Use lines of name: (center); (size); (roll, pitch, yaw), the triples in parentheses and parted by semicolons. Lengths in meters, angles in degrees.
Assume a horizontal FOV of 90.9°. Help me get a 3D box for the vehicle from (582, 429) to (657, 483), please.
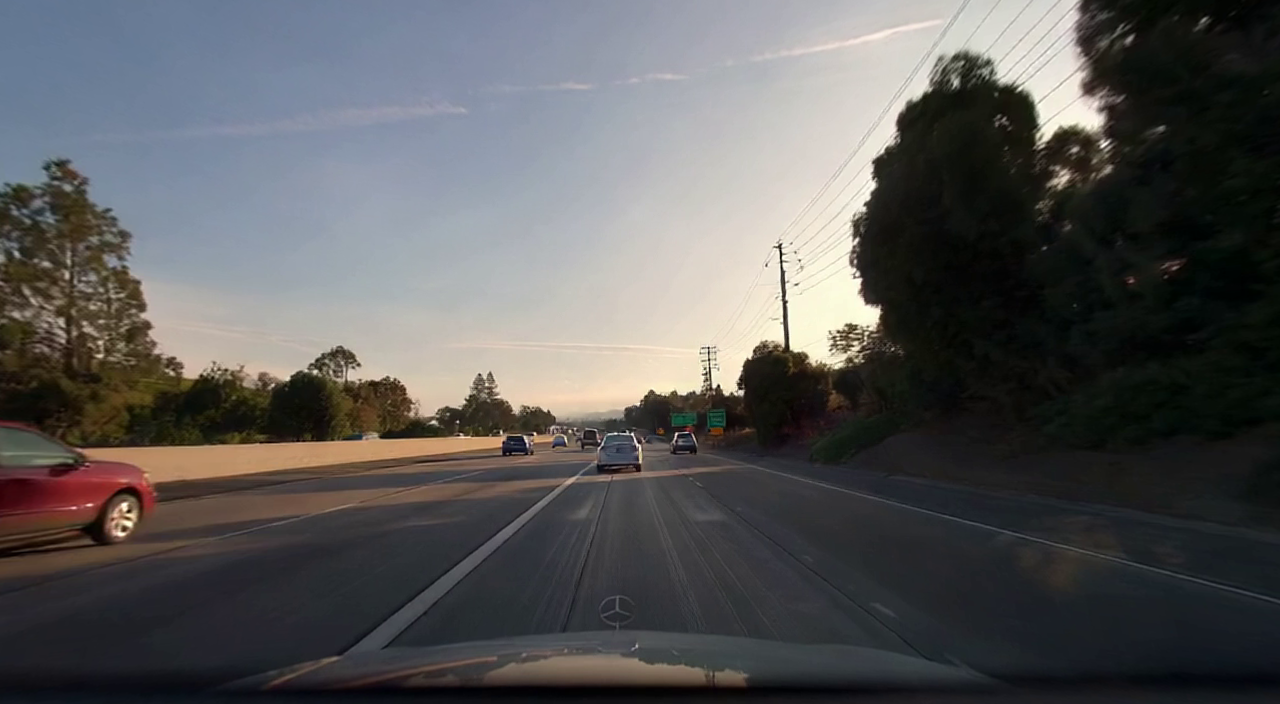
vehicle: (-0.596, 3.136, 19.409); (2.086, 1.488, 3.440); (0, -8, -1)

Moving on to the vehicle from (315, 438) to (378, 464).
vehicle: (-16.620, 5.605, 35.943); (1.740, 1.382, 3.914); (0, -8, 0)

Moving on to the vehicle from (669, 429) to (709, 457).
vehicle: (3.029, 5.735, 39.855); (1.950, 1.695, 4.446); (0, -8, -2)

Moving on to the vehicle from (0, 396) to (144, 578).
vehicle: (-6.943, 1.191, 5.375); (1.980, 1.678, 4.255); (0, -8, -1)

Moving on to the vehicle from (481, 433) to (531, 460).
vehicle: (-7.723, 5.461, 36.720); (1.992, 1.494, 4.133); (0, -8, 0)
